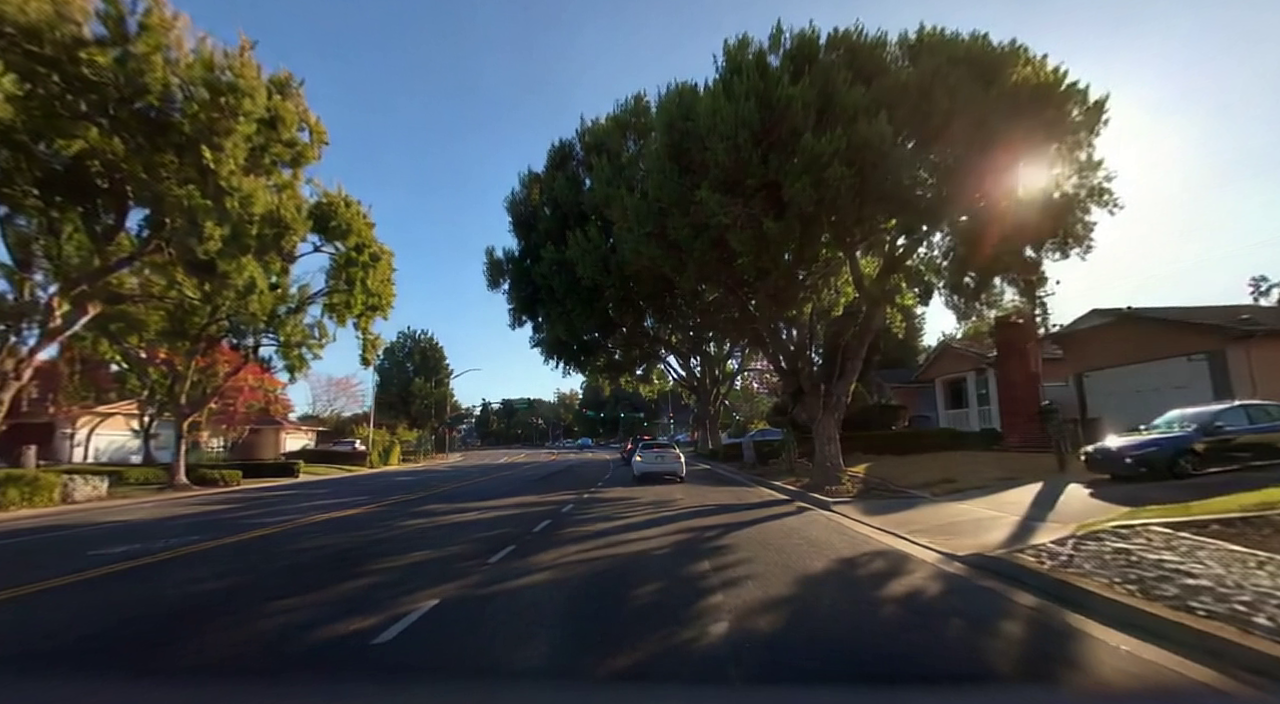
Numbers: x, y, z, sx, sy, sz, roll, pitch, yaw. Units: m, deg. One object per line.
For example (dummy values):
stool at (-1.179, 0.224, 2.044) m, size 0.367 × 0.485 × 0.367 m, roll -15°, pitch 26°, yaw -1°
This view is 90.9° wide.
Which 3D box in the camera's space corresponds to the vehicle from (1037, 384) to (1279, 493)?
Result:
vehicle at (10.159, 1.451, 11.244) m, size 4.746 × 1.485 × 1.916 m, roll -5°, pitch -8°, yaw 0°

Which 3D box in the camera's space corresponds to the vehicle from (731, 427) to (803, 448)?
vehicle at (9.272, 6.271, 46.139) m, size 4.783 × 1.514 × 1.895 m, roll 2°, pitch -9°, yaw -14°

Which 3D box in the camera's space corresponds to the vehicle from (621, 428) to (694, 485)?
vehicle at (0.527, 3.314, 20.230) m, size 2.088 × 1.607 × 3.903 m, roll 0°, pitch -8°, yaw 1°

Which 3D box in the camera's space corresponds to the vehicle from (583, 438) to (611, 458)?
vehicle at (-3.305, 7.446, 48.819) m, size 2.040 × 1.477 × 4.199 m, roll 0°, pitch -8°, yaw -2°
